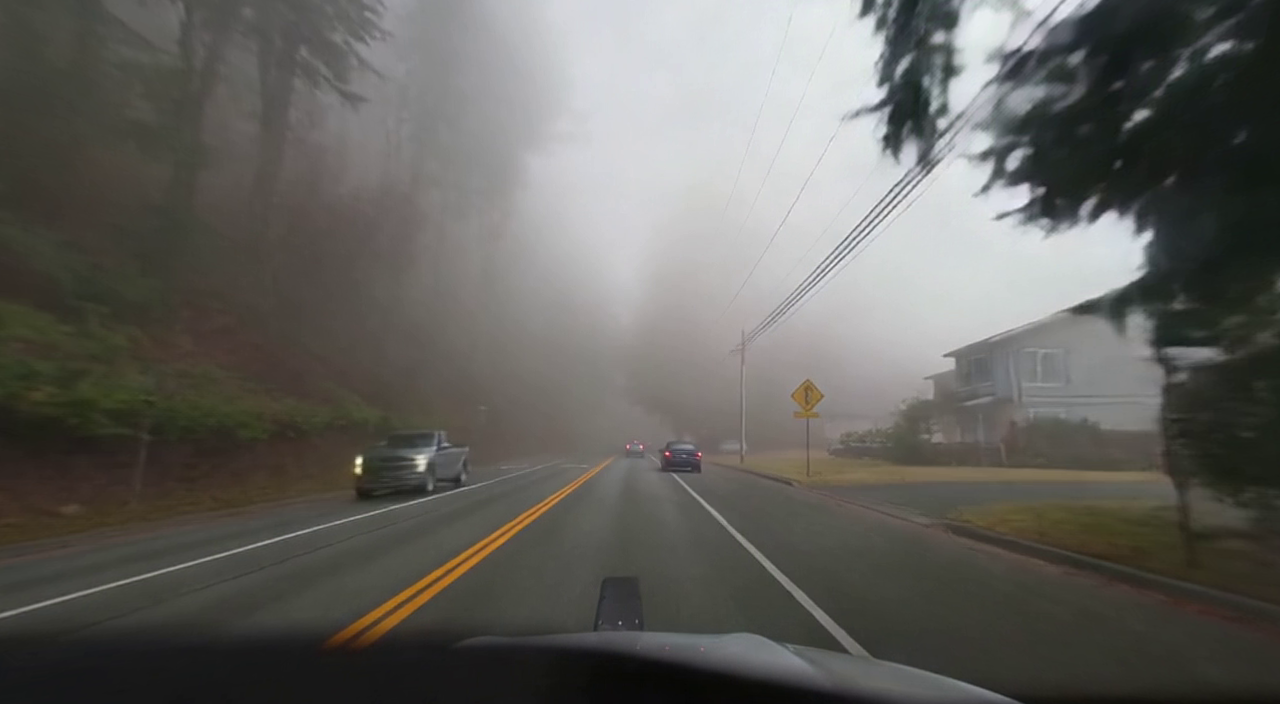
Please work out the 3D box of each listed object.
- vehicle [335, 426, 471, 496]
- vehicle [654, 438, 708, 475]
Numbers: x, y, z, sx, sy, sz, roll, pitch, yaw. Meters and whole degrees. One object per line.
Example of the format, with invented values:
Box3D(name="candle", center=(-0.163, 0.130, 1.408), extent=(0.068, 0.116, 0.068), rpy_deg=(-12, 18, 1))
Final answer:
Box3D(name="vehicle", center=(-7.046, 3.308, 19.418), extent=(2.352, 1.857, 4.690), rpy_deg=(0, -8, 0))
Box3D(name="vehicle", center=(1.711, 4.537, 27.562), extent=(1.975, 1.497, 3.647), rpy_deg=(1, -8, -2))
